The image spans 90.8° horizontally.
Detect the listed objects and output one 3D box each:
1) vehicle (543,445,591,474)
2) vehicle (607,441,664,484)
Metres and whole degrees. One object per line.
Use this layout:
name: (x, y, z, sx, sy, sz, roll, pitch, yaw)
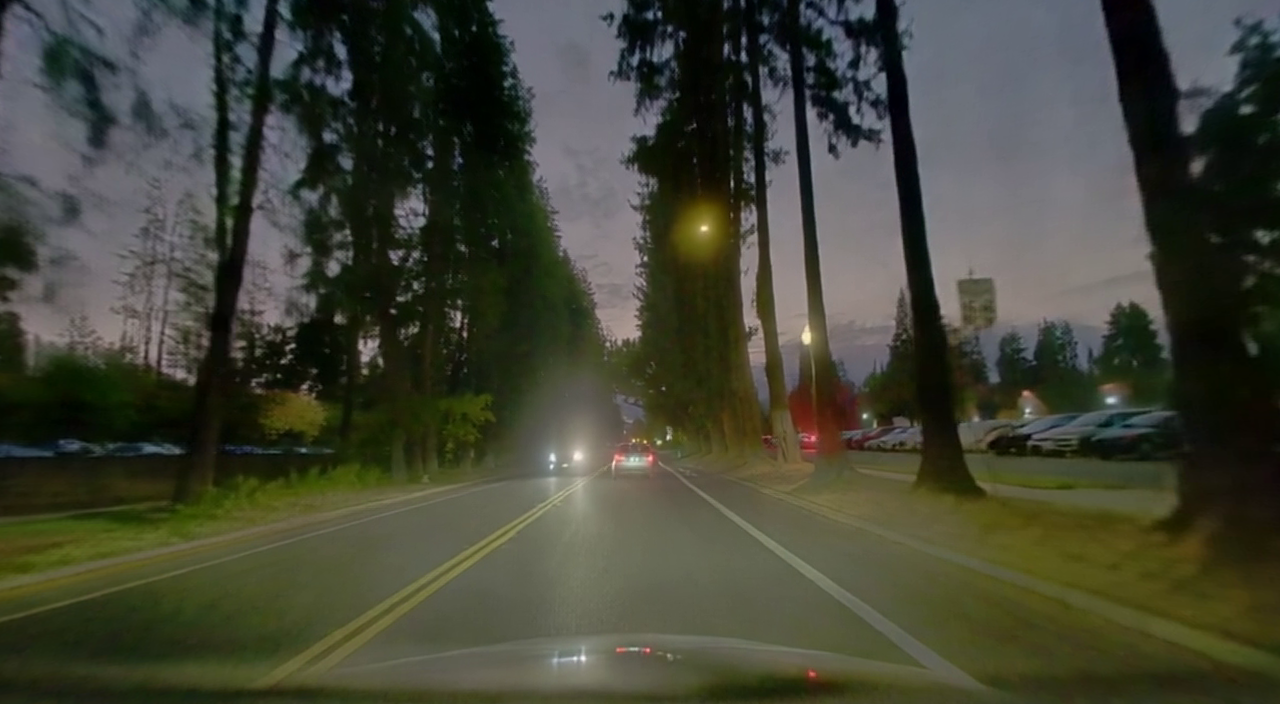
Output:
vehicle: (-3.901, 5.835, 34.649, 2.028, 1.464, 4.602, -1, -8, 1)
vehicle: (-0.209, 4.496, 26.100, 2.152, 1.574, 4.223, 0, -8, -1)
